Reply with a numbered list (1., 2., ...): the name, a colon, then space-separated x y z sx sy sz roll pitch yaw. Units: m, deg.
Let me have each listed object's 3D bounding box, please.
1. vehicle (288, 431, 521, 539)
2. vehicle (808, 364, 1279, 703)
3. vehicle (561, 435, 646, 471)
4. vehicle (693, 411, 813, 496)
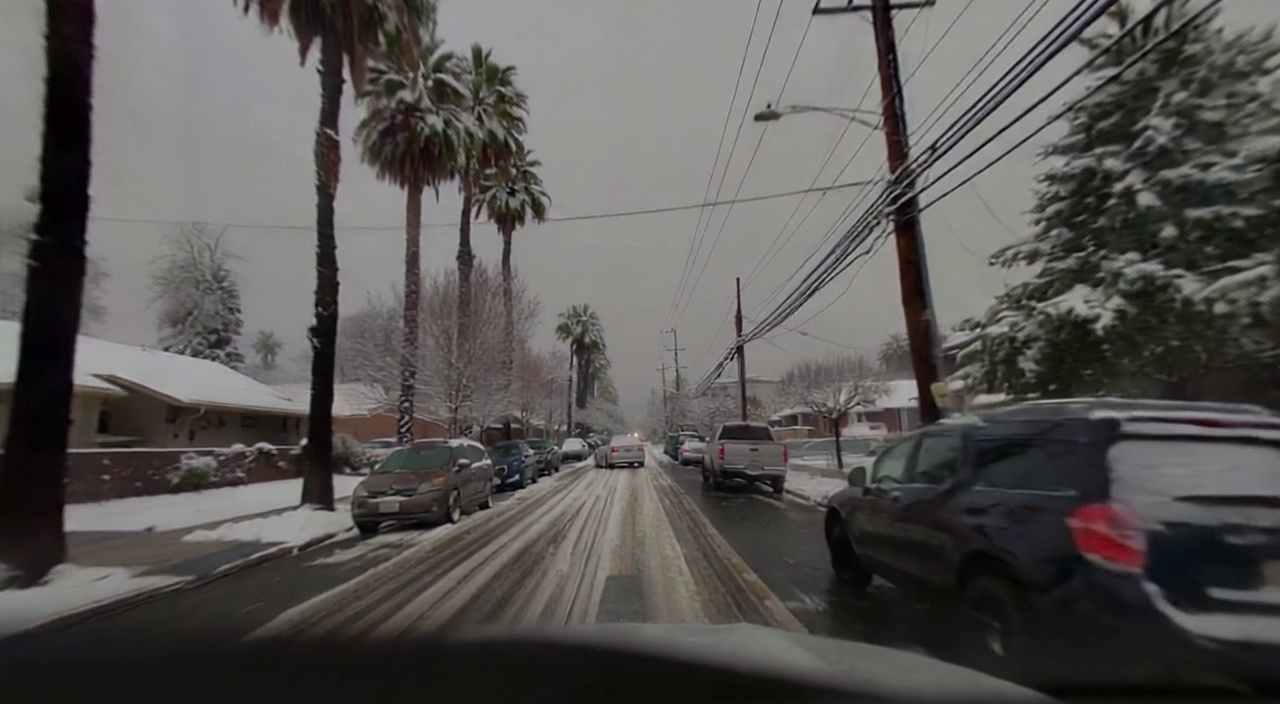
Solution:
1. vehicle: -3.965 2.341 11.966 2.130 1.543 5.386 -1 -8 3
2. vehicle: 2.903 1.173 4.595 2.060 1.614 4.652 -1 -8 0
3. vehicle: -1.782 4.646 29.314 2.081 1.483 4.599 4 -9 -30
4. vehicle: 2.923 2.814 17.796 2.292 1.981 5.277 0 -8 -1
